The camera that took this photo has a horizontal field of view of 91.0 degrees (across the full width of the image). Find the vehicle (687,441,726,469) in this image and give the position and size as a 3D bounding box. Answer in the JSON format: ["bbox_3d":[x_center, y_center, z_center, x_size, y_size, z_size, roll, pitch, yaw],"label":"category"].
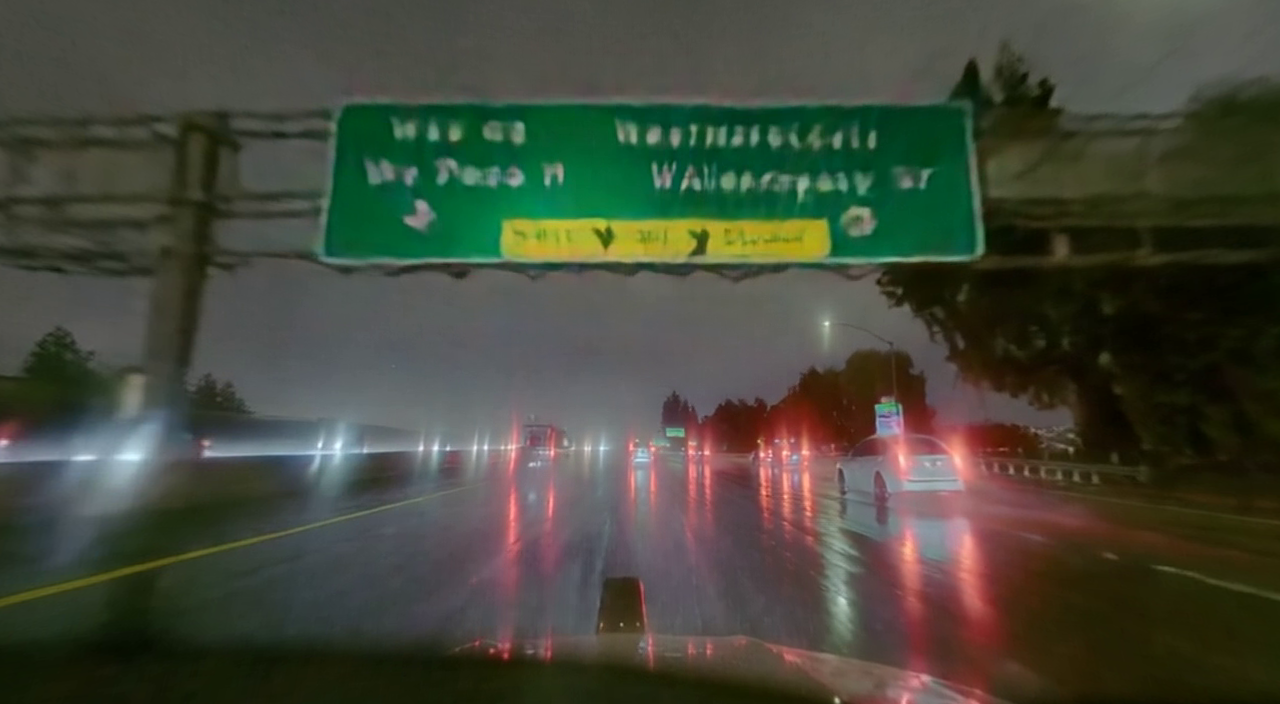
[{"bbox_3d":[4.237,6.676,41.050,2.022,1.682,4.226,0,-9,-1],"label":"vehicle"}]

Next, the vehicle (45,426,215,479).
[{"bbox_3d":[-18.285,3.649,22.985,2.019,1.714,4.907,0,-9,1],"label":"vehicle"}]

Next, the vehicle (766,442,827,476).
[{"bbox_3d":[7.766,5.334,31.621,1.989,1.569,3.964,1,-9,-1],"label":"vehicle"}]

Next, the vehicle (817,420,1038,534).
[{"bbox_3d":[4.975,2.233,11.850,2.041,1.669,4.712,0,-9,2],"label":"vehicle"}]

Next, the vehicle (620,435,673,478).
[{"bbox_3d":[0.271,4.576,27.728,2.181,1.728,3.970,0,-9,0],"label":"vehicle"}]

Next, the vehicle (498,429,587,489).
[{"bbox_3d":[-3.169,3.621,21.561,2.199,1.777,4.790,0,-9,1],"label":"vehicle"}]
